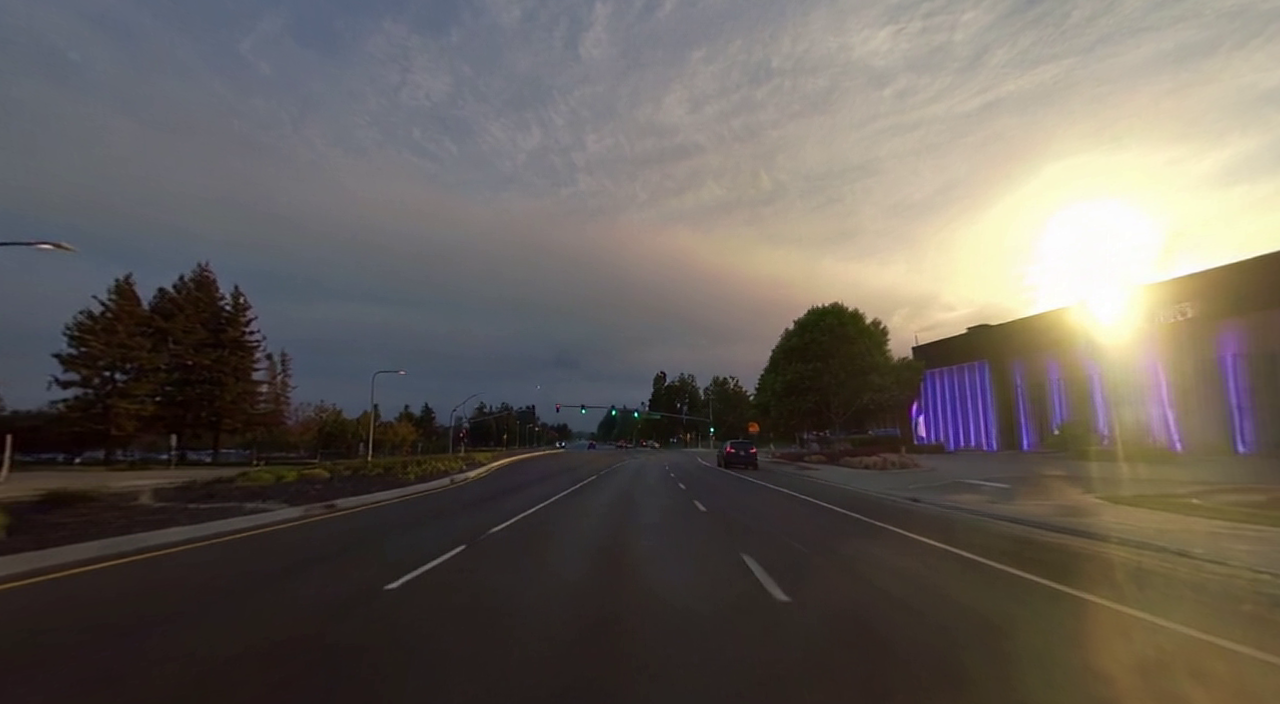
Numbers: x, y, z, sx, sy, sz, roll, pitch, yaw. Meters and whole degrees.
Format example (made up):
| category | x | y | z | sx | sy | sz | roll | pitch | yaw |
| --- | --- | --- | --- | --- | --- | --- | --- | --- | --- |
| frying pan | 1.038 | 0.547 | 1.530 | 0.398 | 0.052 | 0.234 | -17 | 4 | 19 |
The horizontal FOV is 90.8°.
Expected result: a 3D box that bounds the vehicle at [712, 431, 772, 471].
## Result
| category | x | y | z | sx | sy | sz | roll | pitch | yaw |
| --- | --- | --- | --- | --- | --- | --- | --- | --- | --- |
| vehicle | 5.532 | 5.507 | 35.156 | 2.476 | 2.016 | 5.586 | 0 | -9 | 1 |
